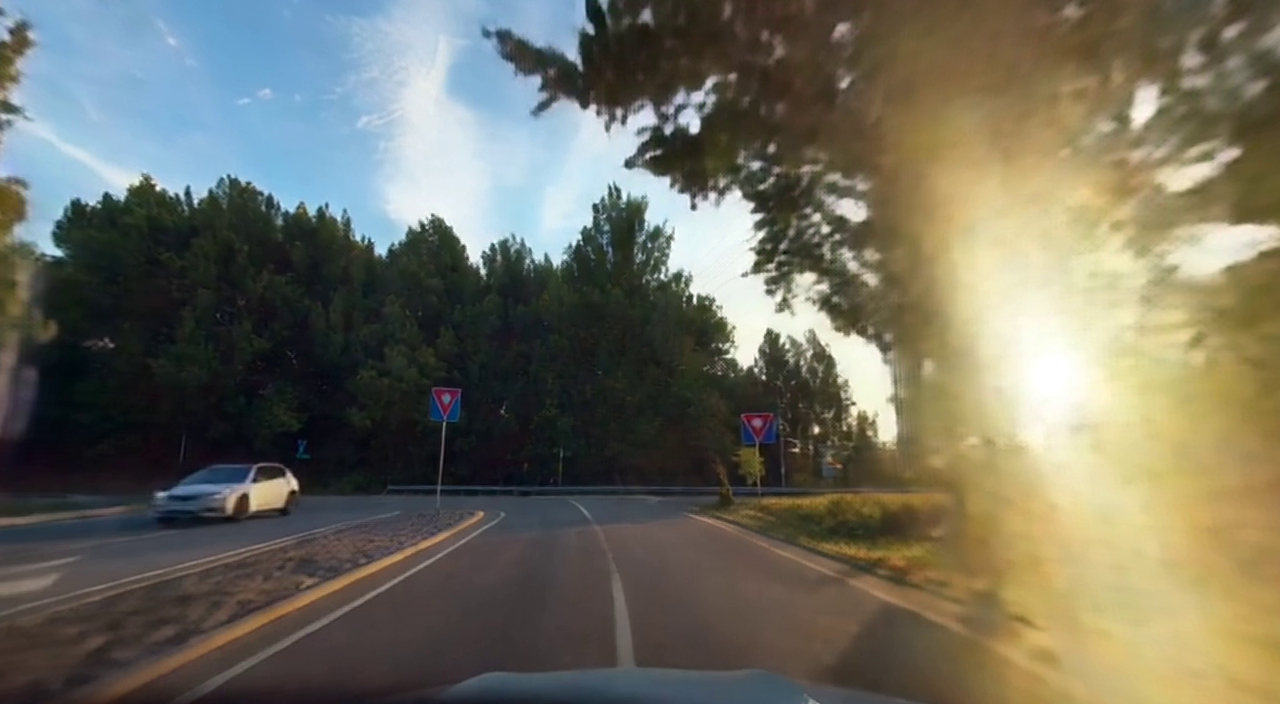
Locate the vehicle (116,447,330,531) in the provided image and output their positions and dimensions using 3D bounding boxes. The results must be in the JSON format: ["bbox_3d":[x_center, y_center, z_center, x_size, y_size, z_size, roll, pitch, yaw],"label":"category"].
[{"bbox_3d":[-9.164,3.042,14.363,1.889,1.583,3.992,0,-10,4],"label":"vehicle"}]
